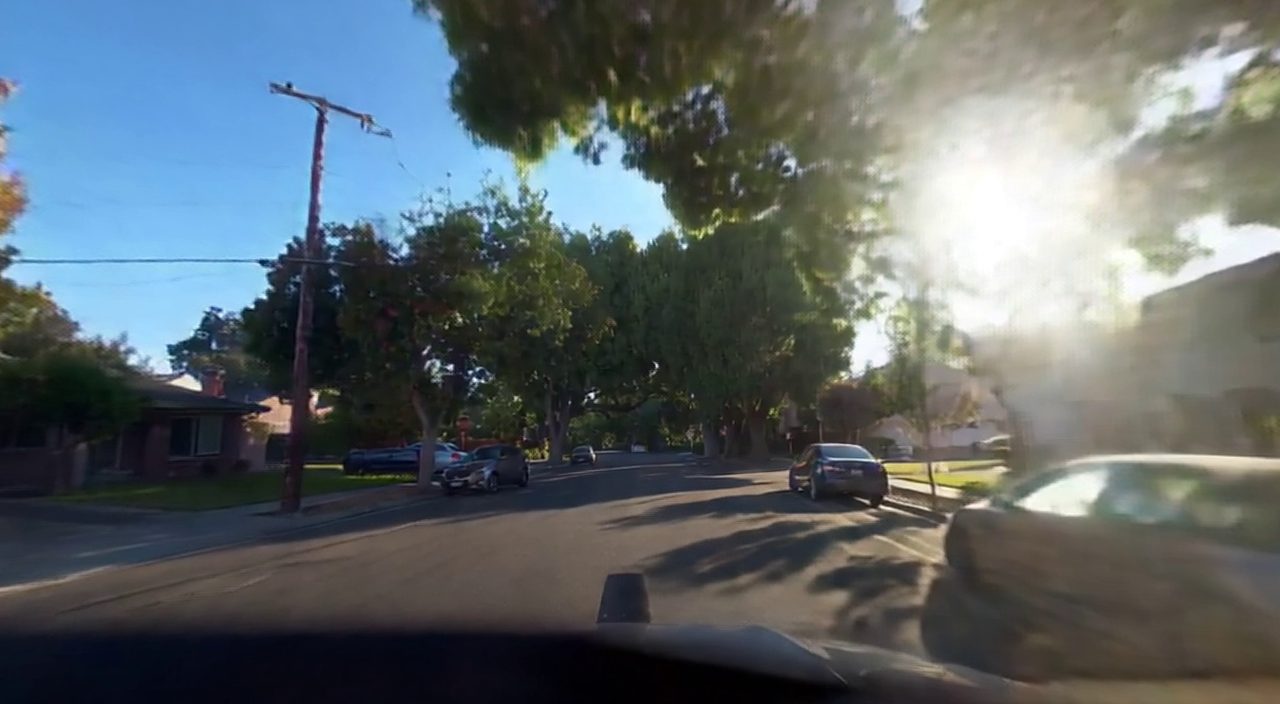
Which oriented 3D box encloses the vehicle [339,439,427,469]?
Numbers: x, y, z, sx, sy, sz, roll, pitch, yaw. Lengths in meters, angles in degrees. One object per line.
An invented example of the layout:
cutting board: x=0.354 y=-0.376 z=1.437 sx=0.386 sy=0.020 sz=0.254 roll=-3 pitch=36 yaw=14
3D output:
vehicle: x=-16.991 y=6.758 z=41.707 sx=4.879 sy=1.867 sz=2.234 roll=1 pitch=-8 yaw=-4

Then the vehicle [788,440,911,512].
vehicle: x=4.934 y=2.913 z=15.509 sx=1.931 sy=1.395 sz=4.793 roll=0 pitch=-8 yaw=7

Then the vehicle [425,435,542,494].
vehicle: x=-4.702 y=3.528 z=19.643 sx=1.943 sy=1.433 sz=4.717 roll=-7 pitch=-11 yaw=6

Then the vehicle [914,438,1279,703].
vehicle: x=3.753 y=1.312 z=4.271 sx=2.088 sy=1.429 sz=4.796 roll=-1 pitch=-8 yaw=6
